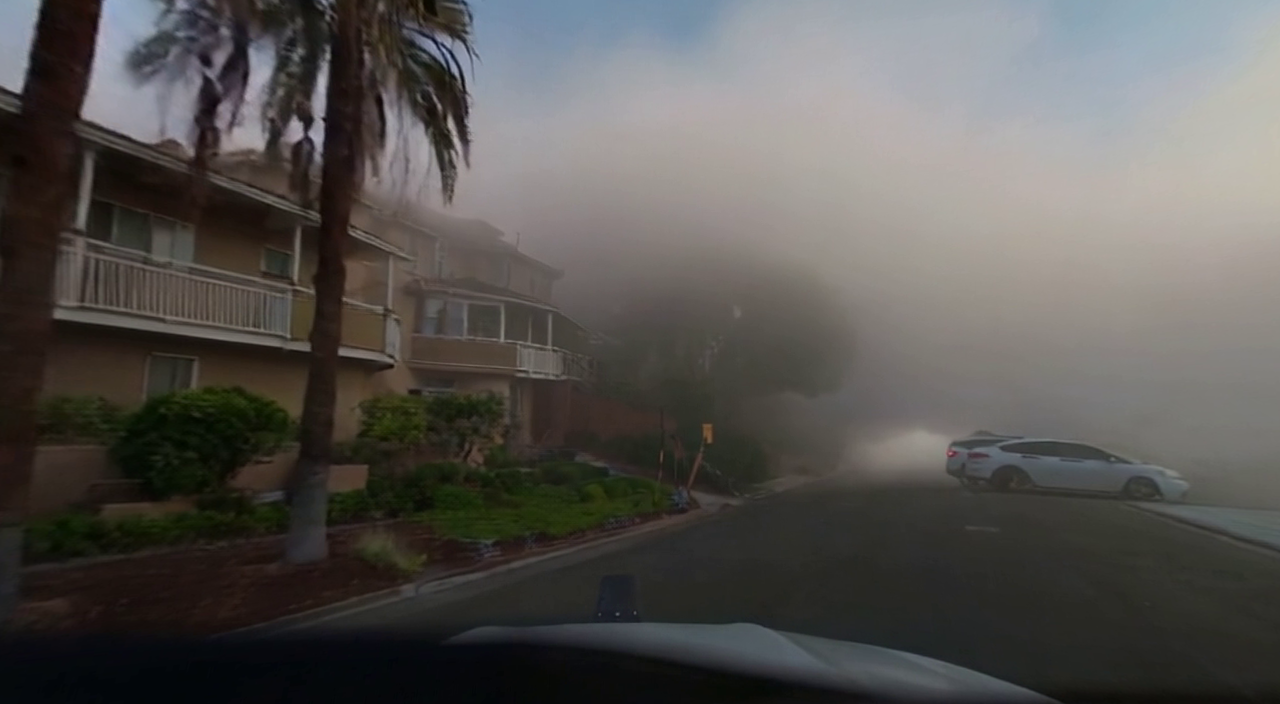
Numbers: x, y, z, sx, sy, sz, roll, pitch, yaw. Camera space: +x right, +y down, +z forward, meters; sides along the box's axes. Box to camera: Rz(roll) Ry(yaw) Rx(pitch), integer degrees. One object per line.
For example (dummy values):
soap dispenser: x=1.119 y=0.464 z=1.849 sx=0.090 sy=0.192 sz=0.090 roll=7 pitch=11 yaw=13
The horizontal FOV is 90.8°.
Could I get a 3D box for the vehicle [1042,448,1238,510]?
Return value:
vehicle: x=14.245 y=3.616 z=18.361 sx=4.195 sy=1.446 sz=1.979 roll=-3 pitch=-11 yaw=33
